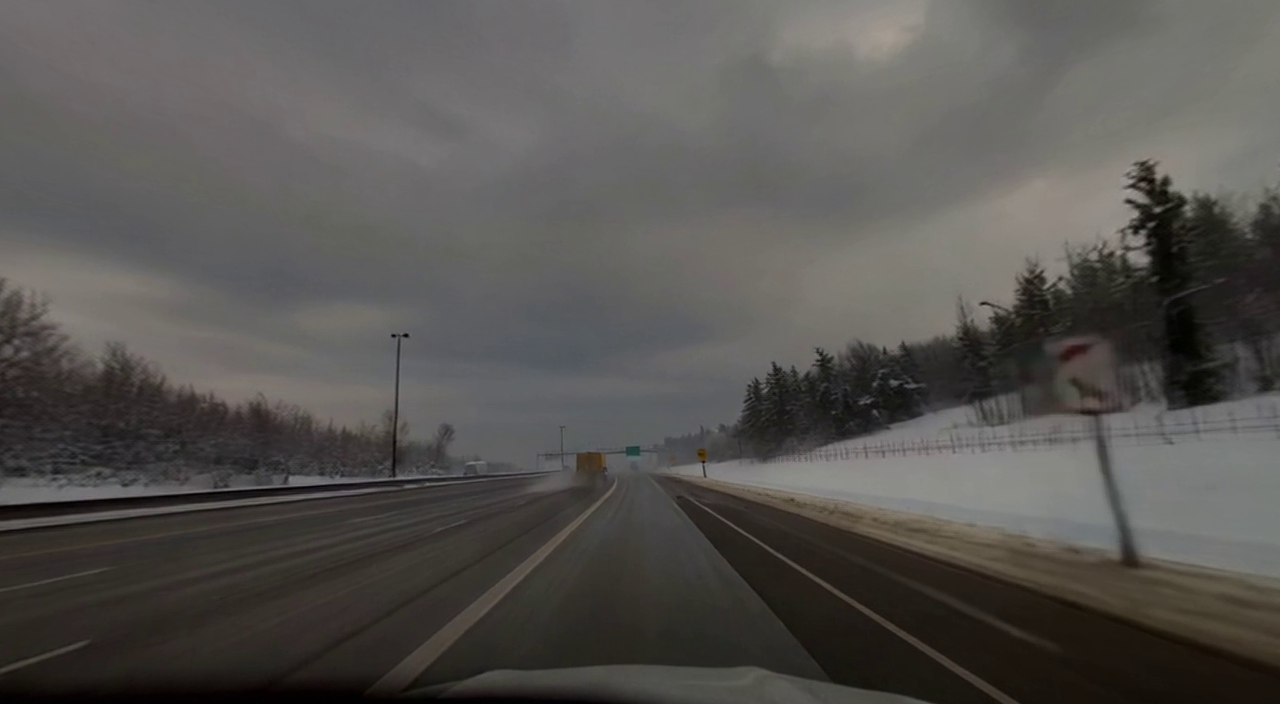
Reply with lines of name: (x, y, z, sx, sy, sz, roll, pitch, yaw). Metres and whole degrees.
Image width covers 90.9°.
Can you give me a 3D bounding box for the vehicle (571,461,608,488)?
vehicle: (-3.287, 8.058, 41.641, 2.092, 1.642, 3.895, 1, -11, -1)
